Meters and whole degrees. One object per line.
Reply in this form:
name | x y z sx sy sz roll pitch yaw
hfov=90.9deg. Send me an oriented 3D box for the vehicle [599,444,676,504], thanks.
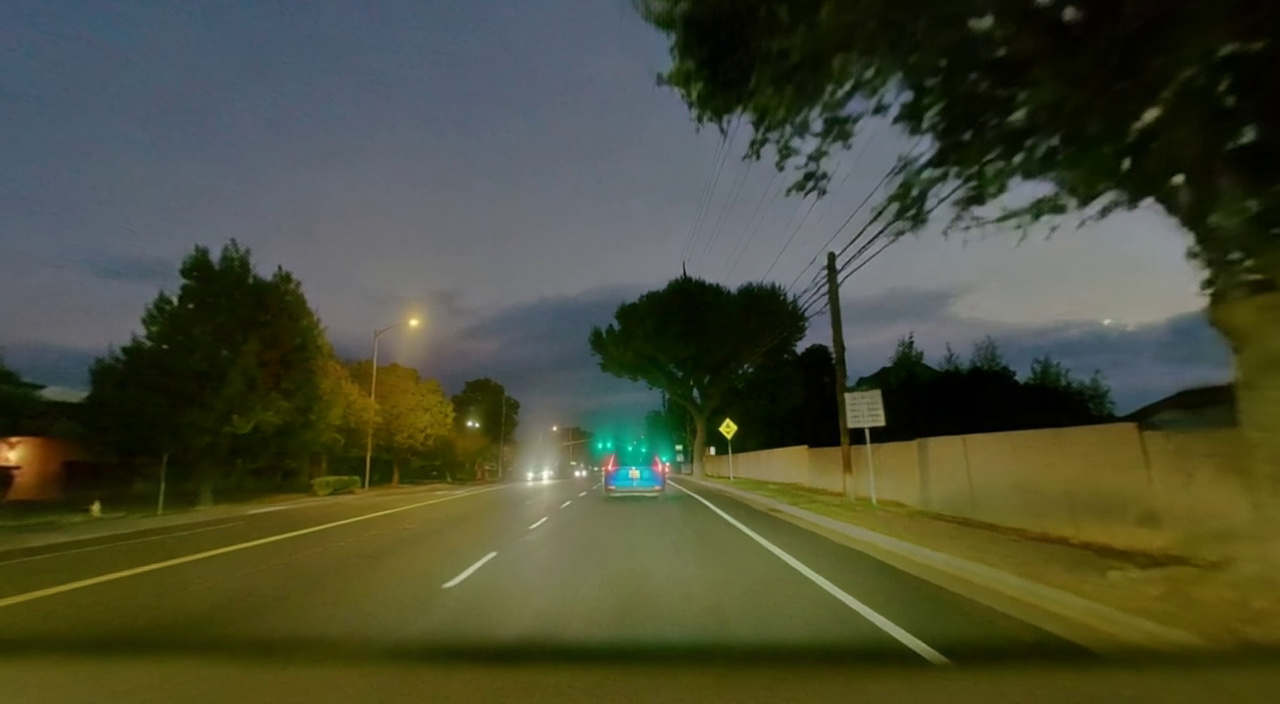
vehicle | -0.086 3.761 19.948 2.200 1.653 4.127 0 -8 0
